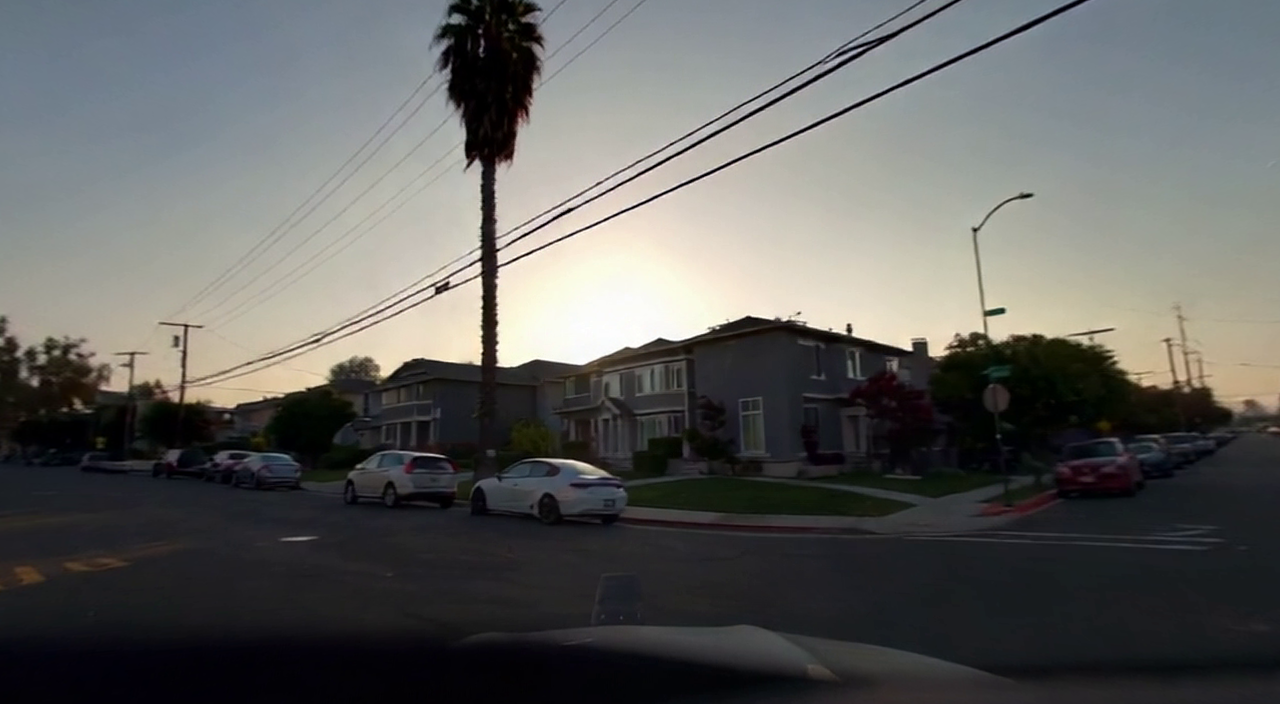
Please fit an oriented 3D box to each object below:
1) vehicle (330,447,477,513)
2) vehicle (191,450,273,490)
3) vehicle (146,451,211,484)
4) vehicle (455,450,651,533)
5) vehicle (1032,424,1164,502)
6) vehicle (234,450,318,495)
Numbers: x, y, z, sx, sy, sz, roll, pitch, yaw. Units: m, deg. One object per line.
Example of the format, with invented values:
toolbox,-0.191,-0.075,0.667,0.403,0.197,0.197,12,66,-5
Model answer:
vehicle,-6.810,3.533,17.982,4.471,1.623,1.943,-8,-11,41
vehicle,-19.725,5.613,30.436,4.633,1.761,1.922,-7,-11,40
vehicle,-27.958,6.906,38.188,4.871,1.826,2.115,-8,-11,42
vehicle,-2.001,2.859,13.614,4.448,1.437,1.786,-8,-12,44
vehicle,12.480,2.941,17.095,2.179,1.791,4.547,-8,-11,42
vehicle,-15.369,4.998,26.559,1.894,1.675,4.294,8,-12,-44
